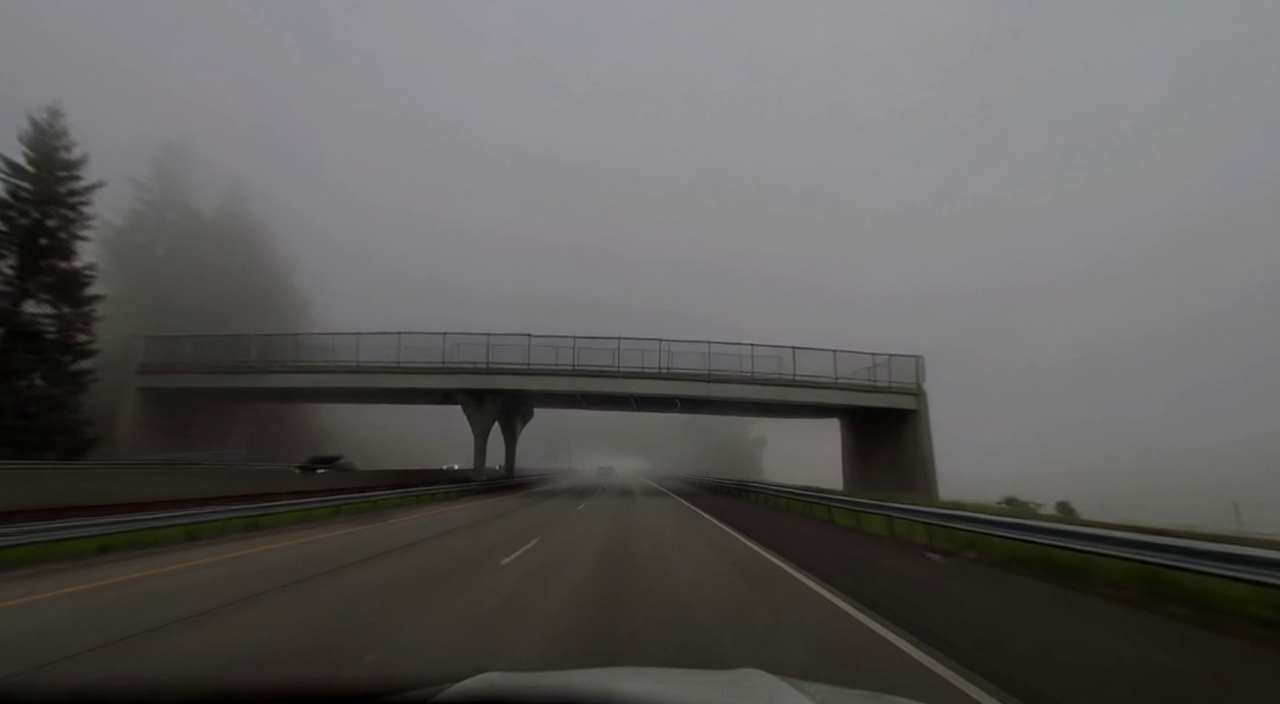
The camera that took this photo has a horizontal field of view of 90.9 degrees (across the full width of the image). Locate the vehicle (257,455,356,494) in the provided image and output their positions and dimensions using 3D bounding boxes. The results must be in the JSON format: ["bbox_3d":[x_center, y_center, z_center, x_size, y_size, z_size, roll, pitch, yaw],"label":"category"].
[{"bbox_3d":[-13.799,5.115,26.412,1.787,1.449,4.326,1,-11,-1],"label":"vehicle"}]
